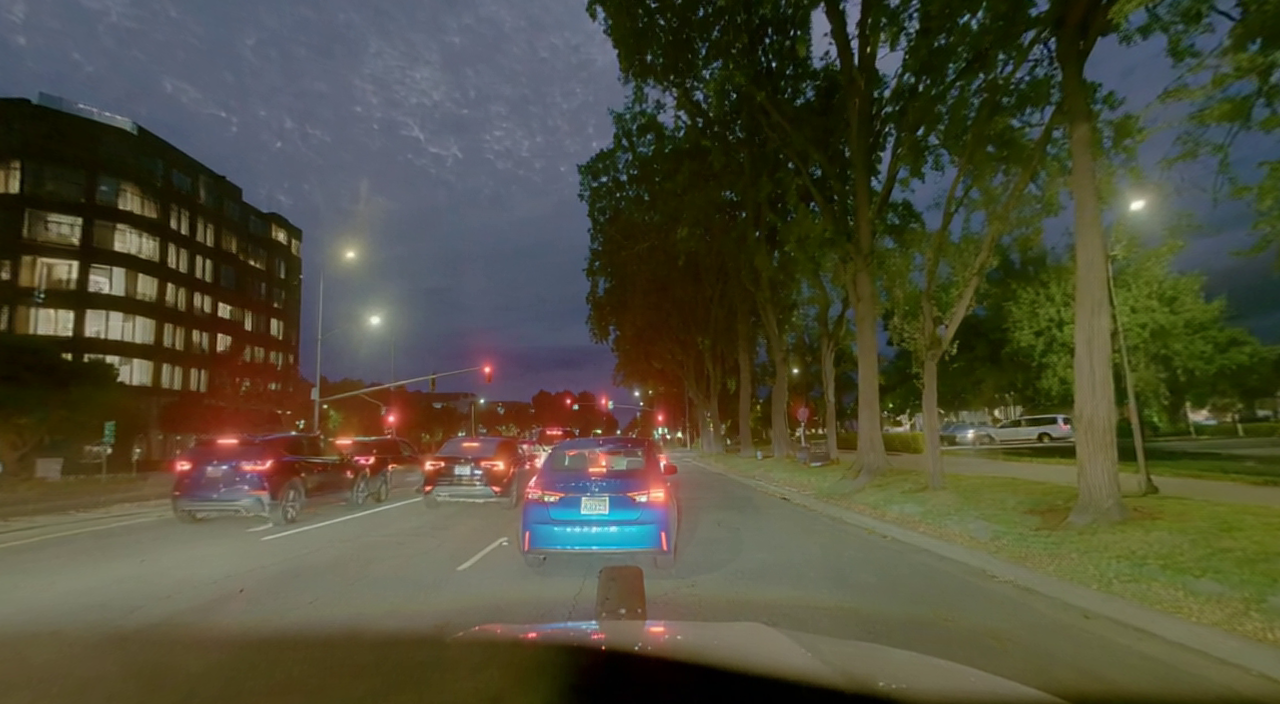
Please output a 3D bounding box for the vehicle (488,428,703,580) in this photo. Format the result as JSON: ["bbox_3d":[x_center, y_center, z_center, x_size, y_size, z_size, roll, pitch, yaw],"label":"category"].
[{"bbox_3d":[-0.420,1.798,8.233,2.104,1.472,3.946,0,-9,0],"label":"vehicle"}]

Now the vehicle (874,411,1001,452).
[{"bbox_3d":[13.938,3.778,29.828,4.975,1.809,1.956,0,-9,1],"label":"vehicle"}]

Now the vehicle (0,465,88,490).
[{"bbox_3d":[-36.616,7.638,38.540,4.093,1.440,1.804,0,-9,0],"label":"vehicle"}]

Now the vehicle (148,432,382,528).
[{"bbox_3d":[-7.278,2.507,12.946,2.096,1.593,4.288,0,-9,1],"label":"vehicle"}]

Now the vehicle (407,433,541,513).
[{"bbox_3d":[-3.627,2.712,14.650,1.969,1.570,4.019,0,-9,1],"label":"vehicle"}]

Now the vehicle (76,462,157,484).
[{"bbox_3d":[-36.334,8.368,43.885,3.918,1.423,1.861,0,-9,-1],"label":"vehicle"}]

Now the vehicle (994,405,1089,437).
[{"bbox_3d":[28.401,4.959,44.930,5.333,1.880,2.130,-7,-9,27],"label":"vehicle"}]
